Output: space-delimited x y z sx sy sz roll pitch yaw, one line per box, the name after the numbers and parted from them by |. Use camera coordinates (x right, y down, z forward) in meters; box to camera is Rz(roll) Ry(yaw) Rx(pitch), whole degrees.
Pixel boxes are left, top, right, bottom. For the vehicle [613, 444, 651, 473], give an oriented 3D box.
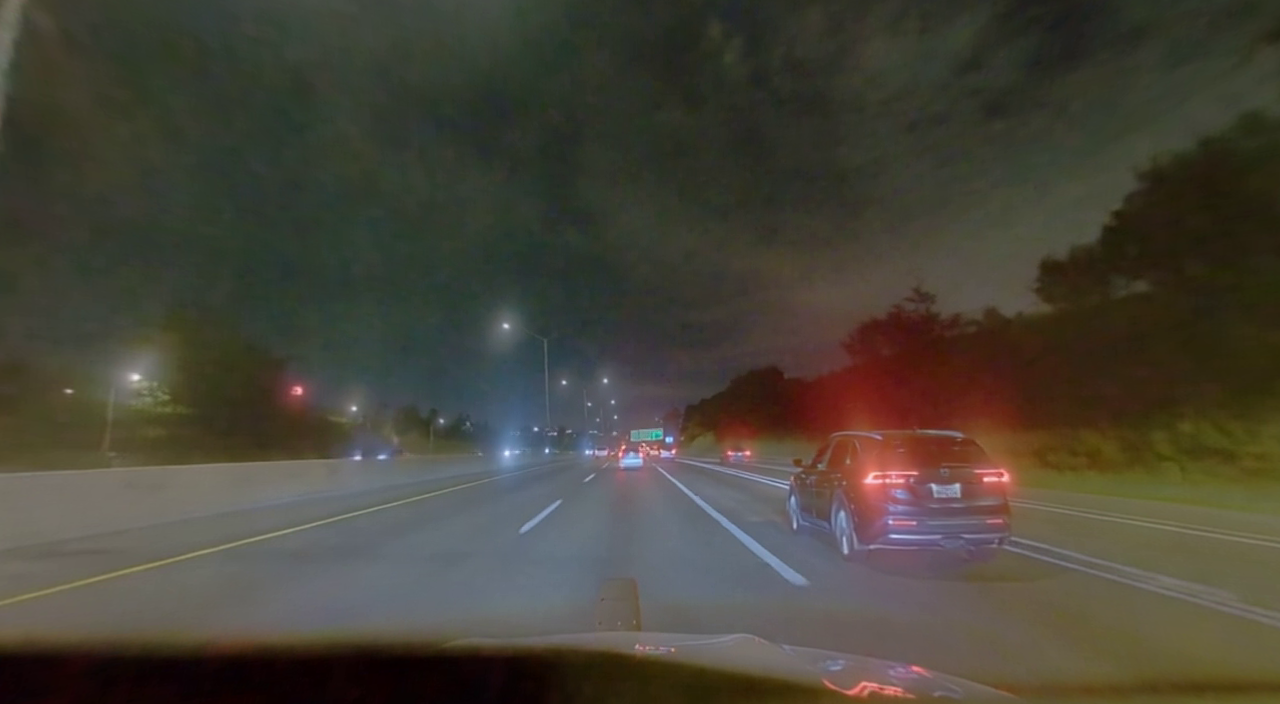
-0.459 5.864 34.958 1.985 1.457 4.227 0 -9 -1 | vehicle

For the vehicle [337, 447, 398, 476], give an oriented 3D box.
-17.249 6.923 40.275 1.924 1.733 4.449 0 -9 0 | vehicle

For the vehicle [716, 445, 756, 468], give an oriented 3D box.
6.627 7.224 43.909 1.935 1.478 4.433 0 -9 -2 | vehicle
